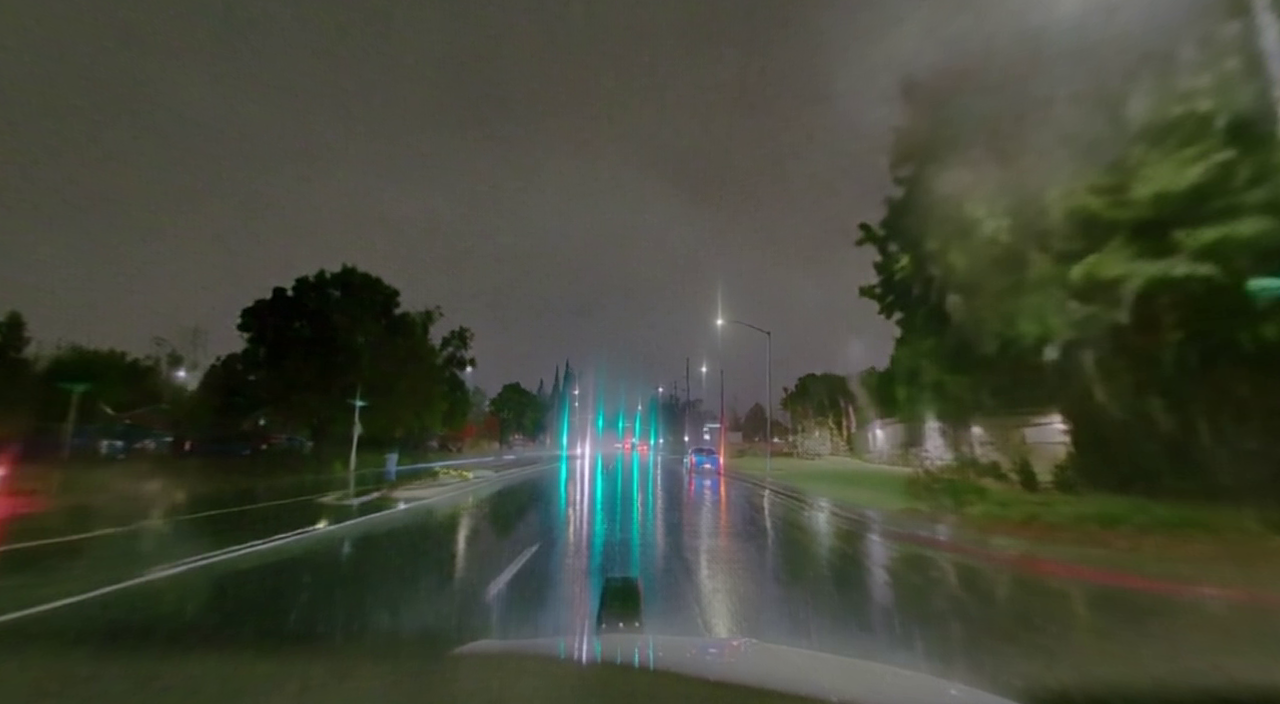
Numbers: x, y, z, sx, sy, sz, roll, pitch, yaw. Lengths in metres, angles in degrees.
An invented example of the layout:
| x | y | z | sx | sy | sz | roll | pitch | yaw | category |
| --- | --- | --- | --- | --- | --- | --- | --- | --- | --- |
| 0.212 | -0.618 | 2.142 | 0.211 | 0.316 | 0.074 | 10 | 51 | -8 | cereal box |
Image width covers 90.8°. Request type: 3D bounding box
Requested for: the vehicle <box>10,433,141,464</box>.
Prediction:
| x | y | z | sx | sy | sz | roll | pitch | yaw | category |
| --- | --- | --- | --- | --- | --- | --- | --- | --- | --- |
| -28.546 | 4.892 | 32.087 | 4.637 | 1.472 | 1.944 | 0 | -8 | -3 | vehicle |

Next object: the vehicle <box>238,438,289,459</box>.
| x | y | z | sx | sy | sz | roll | pitch | yaw | category |
| --- | --- | --- | --- | --- | --- | --- | --- | --- | --- |
| -27.820 | 7.090 | 46.814 | 1.753 | 1.424 | 4.492 | 0 | -8 | -11 | vehicle |

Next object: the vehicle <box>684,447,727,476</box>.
| x | y | z | sx | sy | sz | roll | pitch | yaw | category |
| --- | --- | --- | --- | --- | --- | --- | --- | --- | --- |
| 3.639 | 6.150 | 35.640 | 1.942 | 1.502 | 4.244 | 0 | -8 | 0 | vehicle |

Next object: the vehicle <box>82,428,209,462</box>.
| x | y | z | sx | sy | sz | roll | pitch | yaw | category |
| --- | --- | --- | --- | --- | --- | --- | --- | --- | --- |
| -27.654 | 5.205 | 35.447 | 5.295 | 1.839 | 2.205 | 0 | -8 | 2 | vehicle |

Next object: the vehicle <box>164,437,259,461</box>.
| x | y | z | sx | sy | sz | roll | pitch | yaw | category |
| --- | --- | --- | --- | --- | --- | --- | --- | --- | --- |
| -26.900 | 6.096 | 39.845 | 4.450 | 1.472 | 1.982 | 2 | -9 | -15 | vehicle |
